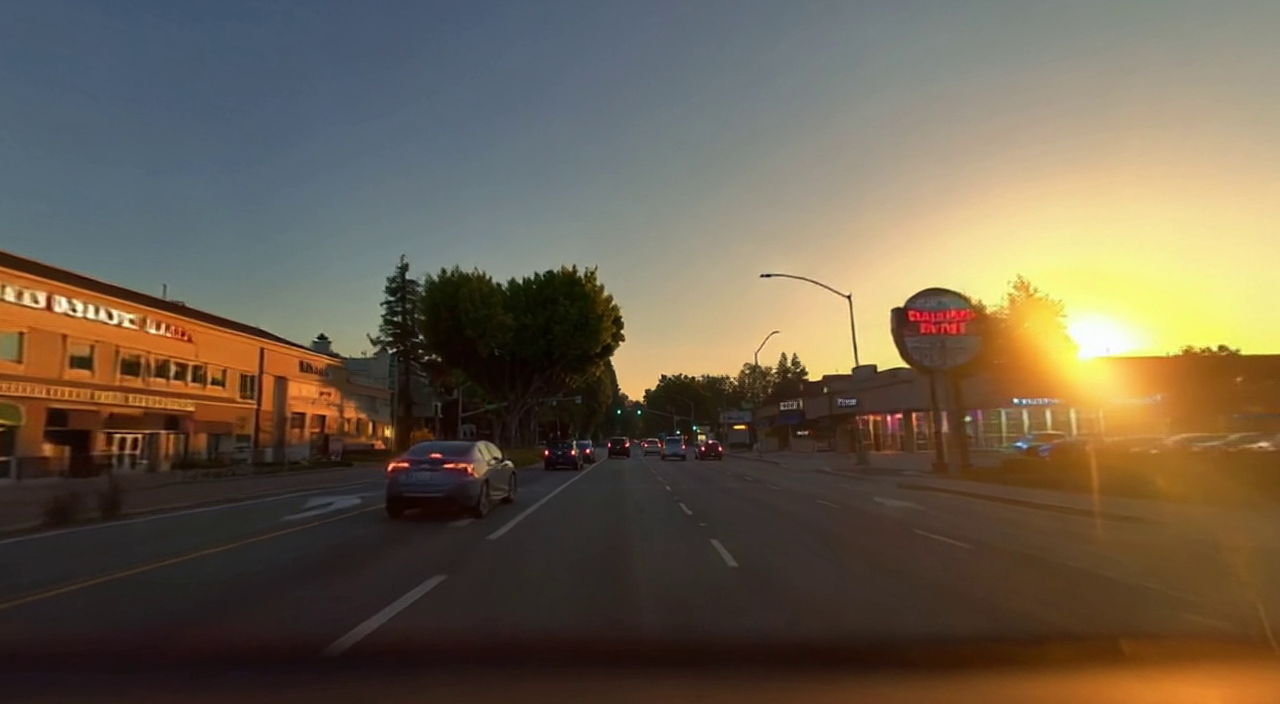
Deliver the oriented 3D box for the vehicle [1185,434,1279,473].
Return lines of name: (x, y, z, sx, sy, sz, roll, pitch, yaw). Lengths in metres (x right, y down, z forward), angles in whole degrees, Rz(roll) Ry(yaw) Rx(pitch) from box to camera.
vehicle: (25.208, 4.027, 25.182, 4.799, 1.497, 1.952, -4, -9, 22)

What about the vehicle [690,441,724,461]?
vehicle: (5.070, 7.565, 48.474, 2.017, 1.453, 4.497, 0, -8, -2)

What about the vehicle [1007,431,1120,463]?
vehicle: (23.421, 5.281, 35.187, 4.824, 1.693, 1.984, -3, -9, 21)

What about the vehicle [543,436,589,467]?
vehicle: (-4.163, 5.675, 36.293, 2.143, 1.643, 4.336, 0, -8, 0)

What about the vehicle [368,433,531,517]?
vehicle: (-3.848, 2.560, 13.773, 2.097, 1.497, 4.571, 0, -8, 1)

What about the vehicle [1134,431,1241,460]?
vehicle: (30.473, 5.233, 35.313, 3.985, 1.490, 2.047, -4, -9, 25)
